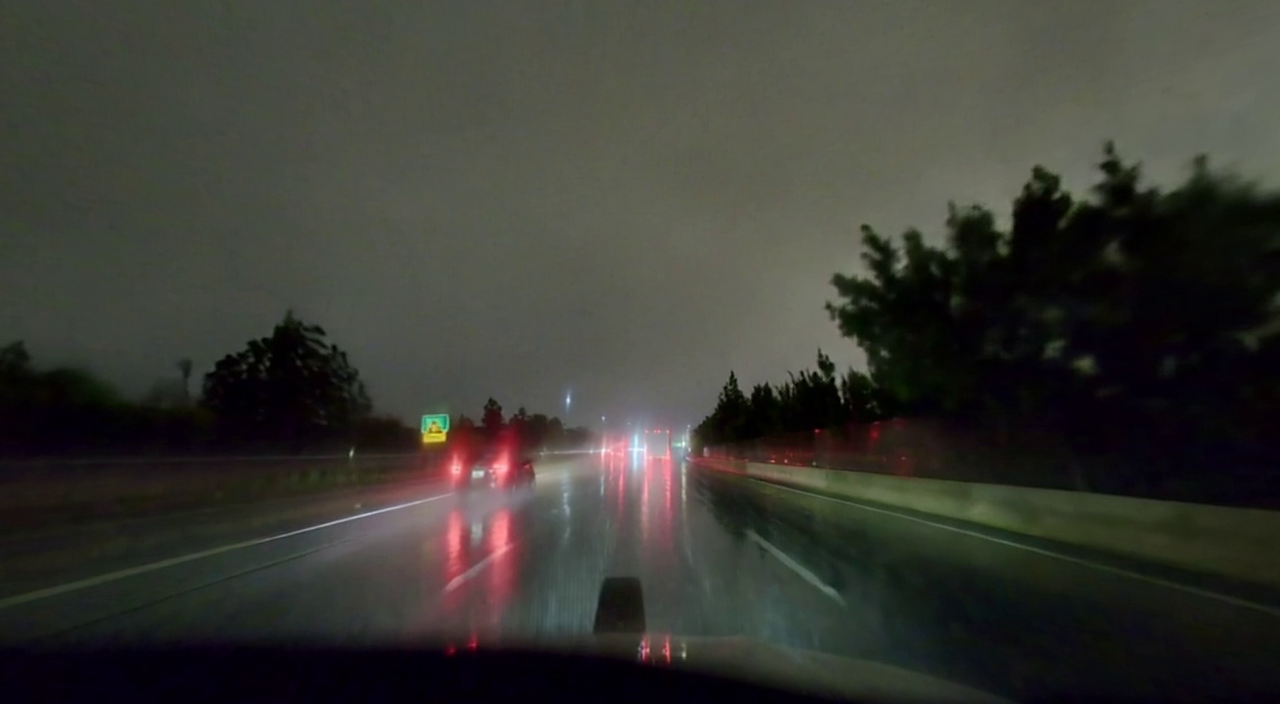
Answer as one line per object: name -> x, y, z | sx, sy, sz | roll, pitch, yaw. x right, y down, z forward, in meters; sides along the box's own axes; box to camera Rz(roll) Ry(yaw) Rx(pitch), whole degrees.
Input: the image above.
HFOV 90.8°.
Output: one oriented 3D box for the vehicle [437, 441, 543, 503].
vehicle -> -4.203, 3.431, 18.407 | 2.035, 1.595, 4.022 | 0, -9, 1
